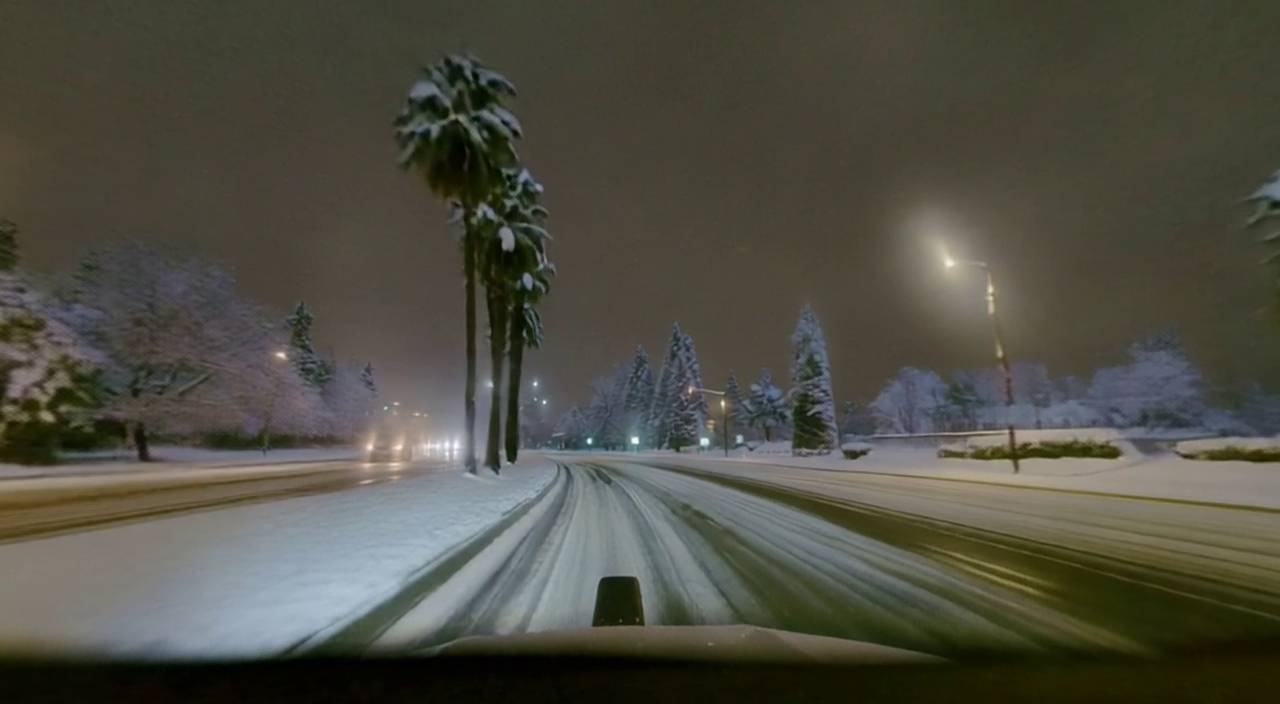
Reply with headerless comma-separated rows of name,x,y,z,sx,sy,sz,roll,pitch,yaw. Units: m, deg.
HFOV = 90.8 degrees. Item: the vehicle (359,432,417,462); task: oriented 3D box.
vehicle,-14.951,5.679,37.748,1.961,1.664,4.422,1,-9,-6
